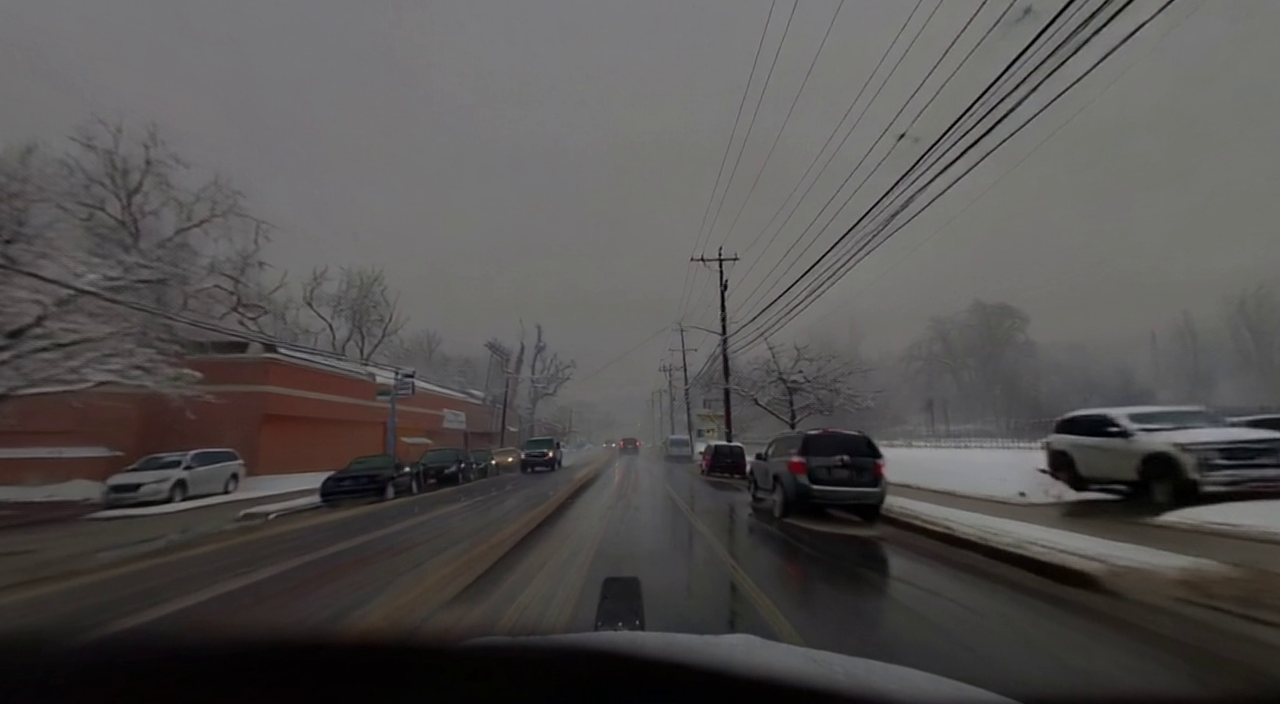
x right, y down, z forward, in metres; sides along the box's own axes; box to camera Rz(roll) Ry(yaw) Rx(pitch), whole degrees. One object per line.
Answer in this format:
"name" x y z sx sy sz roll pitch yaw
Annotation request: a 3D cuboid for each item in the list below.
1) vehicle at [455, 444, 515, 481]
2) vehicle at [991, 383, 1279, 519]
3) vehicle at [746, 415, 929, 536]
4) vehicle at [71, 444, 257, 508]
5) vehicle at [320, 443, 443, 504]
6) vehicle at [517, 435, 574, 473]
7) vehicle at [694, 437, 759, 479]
"vehicle" -8.283 5.912 34.190 1.791 1.622 5.056 -3 -7 2
"vehicle" 9.007 1.749 11.628 2.178 1.884 4.825 -3 -8 -1
"vehicle" 3.469 2.313 12.278 2.025 1.843 4.883 -1 -9 1
"vehicle" -14.824 3.837 20.186 1.969 1.741 5.148 0 -9 -1
"vehicle" -8.431 3.966 21.203 2.113 1.665 5.062 0 -7 -2
"vehicle" -5.162 5.622 35.063 2.152 1.918 4.217 -3 -8 4
"vehicle" 3.582 4.484 27.011 2.136 1.586 4.919 0 -8 1
